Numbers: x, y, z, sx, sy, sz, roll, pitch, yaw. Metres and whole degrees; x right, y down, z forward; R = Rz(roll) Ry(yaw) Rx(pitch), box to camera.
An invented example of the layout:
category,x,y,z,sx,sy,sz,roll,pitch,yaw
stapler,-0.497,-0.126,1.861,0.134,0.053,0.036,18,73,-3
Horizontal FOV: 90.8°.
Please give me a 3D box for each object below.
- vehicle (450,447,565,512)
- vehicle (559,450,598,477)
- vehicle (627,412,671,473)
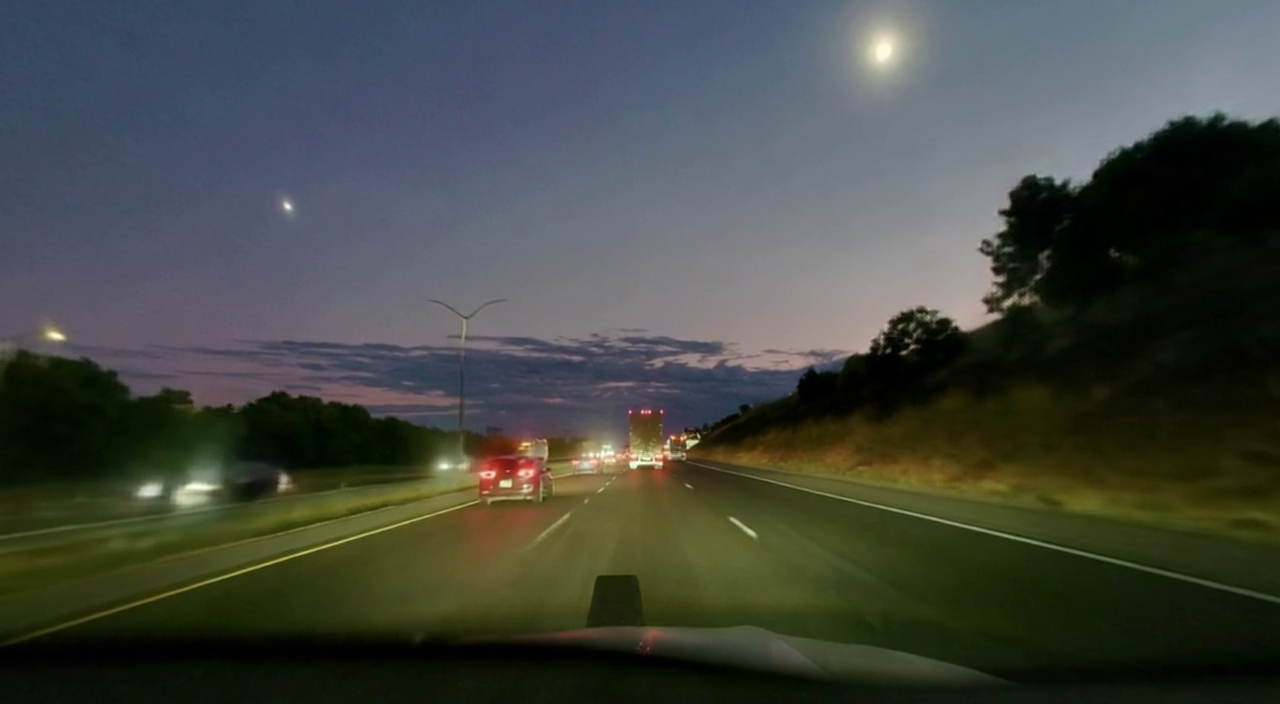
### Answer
category,x,y,z,sx,sy,sz,roll,pitch,yaw
vehicle,-3.367,3.347,17.145,2.053,1.489,4.740,0,-9,1
vehicle,-3.763,6.922,39.412,2.051,1.537,4.111,0,-9,0
vehicle,0.593,6.897,47.816,2.919,4.048,11.010,0,-9,0
